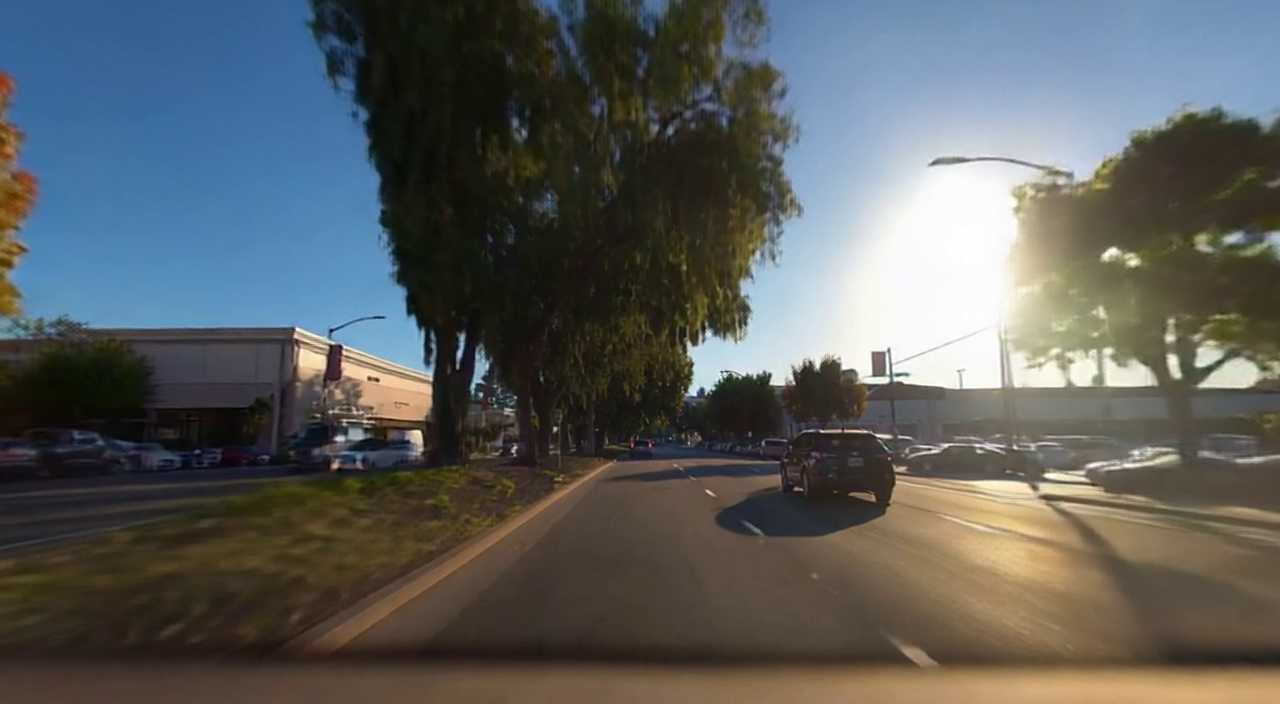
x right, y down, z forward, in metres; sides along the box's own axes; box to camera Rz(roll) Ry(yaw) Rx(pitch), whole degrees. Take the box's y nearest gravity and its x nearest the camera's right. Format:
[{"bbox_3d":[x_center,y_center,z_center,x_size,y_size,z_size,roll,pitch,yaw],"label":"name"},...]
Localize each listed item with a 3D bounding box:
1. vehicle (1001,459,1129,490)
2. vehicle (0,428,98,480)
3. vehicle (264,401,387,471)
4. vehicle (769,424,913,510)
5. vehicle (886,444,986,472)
[{"bbox_3d":[20.261,5.831,30.200,4.671,1.349,1.976,0,-8,-1],"label":"vehicle"},{"bbox_3d":[-26.231,4.292,26.262,5.253,1.972,2.217,-3,-9,1],"label":"vehicle"},{"bbox_3d":[-18.760,5.156,38.475,3.086,3.767,8.298,0,-8,0],"label":"vehicle"},{"bbox_3d":[4.351,2.545,14.362,2.072,1.669,3.836,0,-8,1],"label":"vehicle"},{"bbox_3d":[17.295,6.180,37.056,1.924,1.561,4.849,8,-11,-42],"label":"vehicle"}]
